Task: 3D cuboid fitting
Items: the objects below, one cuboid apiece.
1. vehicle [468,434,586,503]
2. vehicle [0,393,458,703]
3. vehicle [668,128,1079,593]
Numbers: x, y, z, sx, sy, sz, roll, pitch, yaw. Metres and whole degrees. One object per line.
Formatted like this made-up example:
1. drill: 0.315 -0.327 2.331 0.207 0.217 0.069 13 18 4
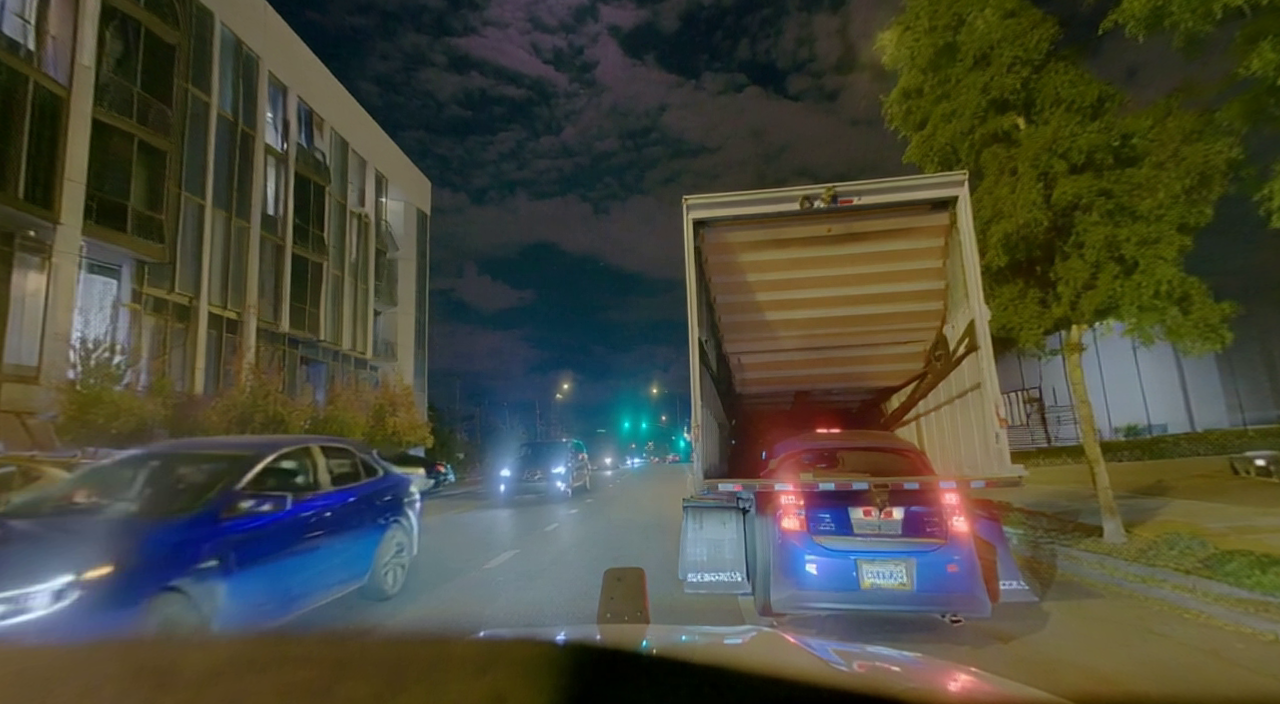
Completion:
1. vehicle: -2.935 3.158 17.590 2.311 1.631 4.510 0 -8 2
2. vehicle: -3.161 1.250 4.493 2.183 1.563 4.257 -1 -8 4
3. vehicle: 2.506 0.821 11.265 3.320 4.034 11.553 -1 -8 6
